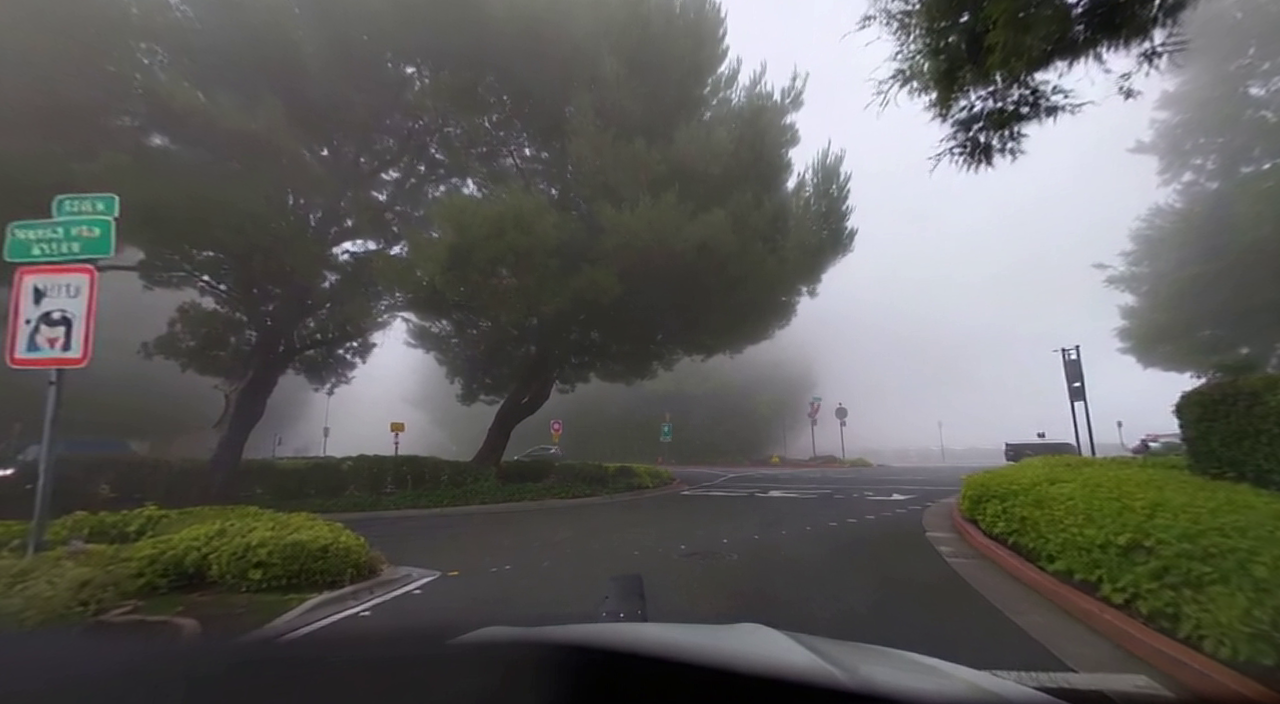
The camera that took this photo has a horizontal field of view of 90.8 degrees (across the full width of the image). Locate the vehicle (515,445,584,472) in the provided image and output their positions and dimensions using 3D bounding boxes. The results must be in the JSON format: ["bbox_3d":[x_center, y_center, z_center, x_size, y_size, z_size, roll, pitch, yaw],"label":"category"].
[{"bbox_3d":[-5.999,6.983,41.503,4.490,1.672,2.019,-8,-11,41],"label":"vehicle"}]

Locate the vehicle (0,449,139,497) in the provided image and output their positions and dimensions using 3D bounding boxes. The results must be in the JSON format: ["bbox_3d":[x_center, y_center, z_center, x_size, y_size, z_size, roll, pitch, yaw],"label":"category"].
[{"bbox_3d":[-21.795,4.476,23.798,2.088,1.581,4.345,-1,-8,4],"label":"vehicle"}]
